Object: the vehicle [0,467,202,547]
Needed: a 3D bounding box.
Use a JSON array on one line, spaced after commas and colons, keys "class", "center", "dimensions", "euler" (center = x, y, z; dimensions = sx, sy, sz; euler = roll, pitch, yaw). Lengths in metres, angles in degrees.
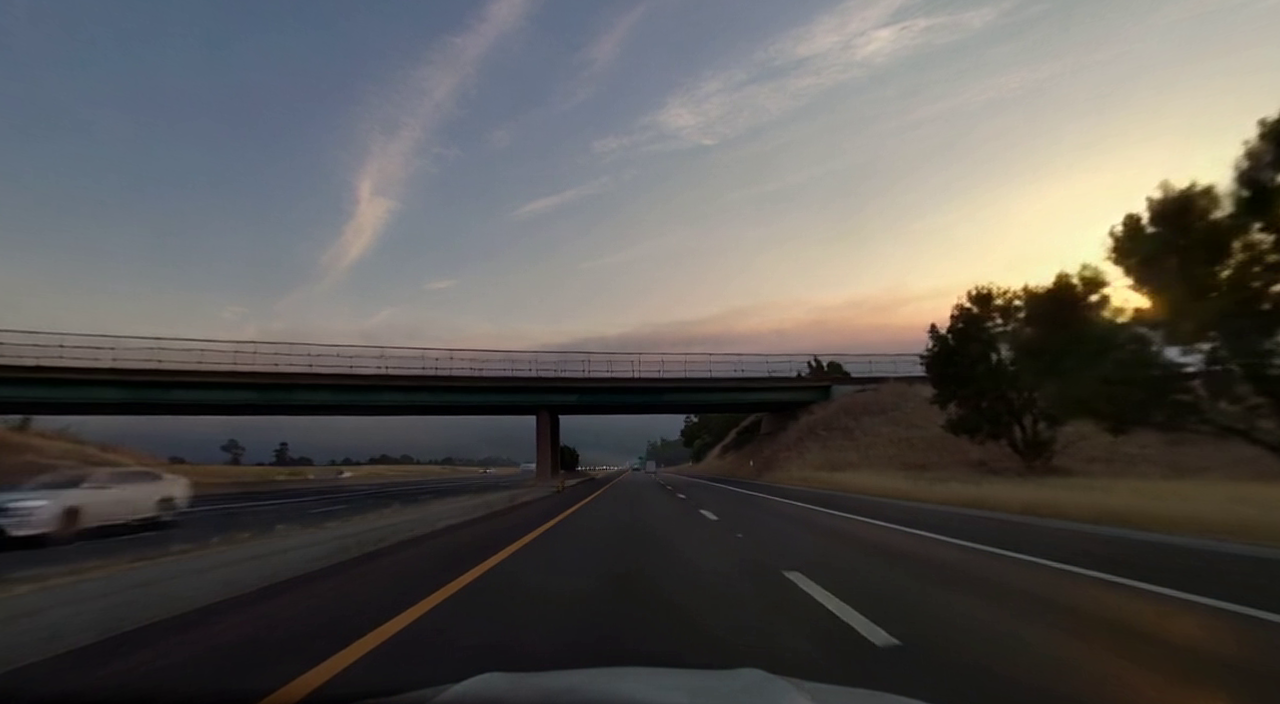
[{"class": "vehicle", "center": [-12.897, 3.518, 14.887], "dimensions": [2.000, 1.564, 4.257], "euler": [1, -10, 0]}]
